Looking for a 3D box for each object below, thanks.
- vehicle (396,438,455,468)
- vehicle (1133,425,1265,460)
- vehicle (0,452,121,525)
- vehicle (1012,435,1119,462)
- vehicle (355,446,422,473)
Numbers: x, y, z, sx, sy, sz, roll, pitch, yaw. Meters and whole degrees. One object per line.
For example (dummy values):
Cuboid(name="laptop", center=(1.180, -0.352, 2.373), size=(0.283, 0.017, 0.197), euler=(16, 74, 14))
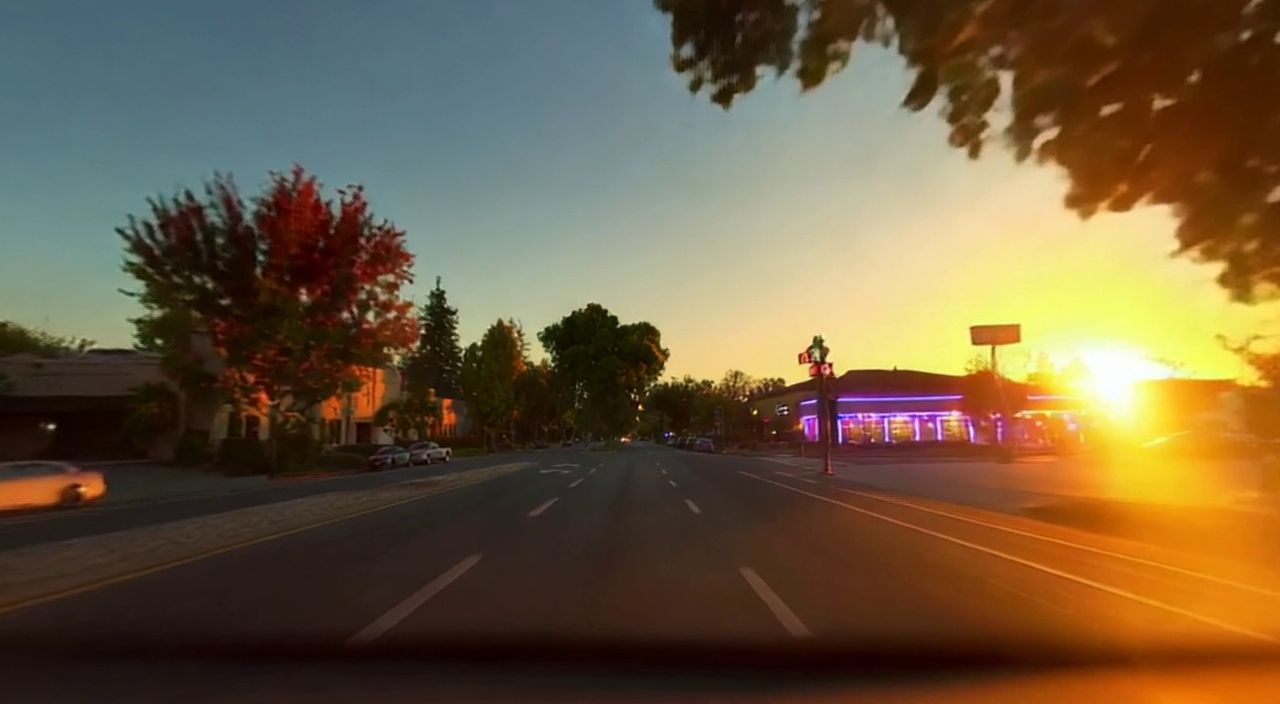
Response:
Cuboid(name="vehicle", center=(-14.981, 7.078, 44.593), size=(2.164, 1.933, 5.804), euler=(0, -8, 0))
Cuboid(name="vehicle", center=(30.584, 4.991, 34.751), size=(4.841, 1.815, 2.151), euler=(-2, -9, 15))
Cuboid(name="vehicle", center=(-14.703, 3.024, 14.125), size=(2.124, 1.501, 4.807), euler=(0, -8, 0))
Cuboid(name="vehicle", center=(24.325, 5.571, 36.339), size=(4.622, 1.466, 2.066), euler=(-3, -9, 16))
Cuboid(name="vehicle", center=(-15.084, 6.473, 38.228), size=(2.106, 1.479, 4.541), euler=(0, -8, 1))
